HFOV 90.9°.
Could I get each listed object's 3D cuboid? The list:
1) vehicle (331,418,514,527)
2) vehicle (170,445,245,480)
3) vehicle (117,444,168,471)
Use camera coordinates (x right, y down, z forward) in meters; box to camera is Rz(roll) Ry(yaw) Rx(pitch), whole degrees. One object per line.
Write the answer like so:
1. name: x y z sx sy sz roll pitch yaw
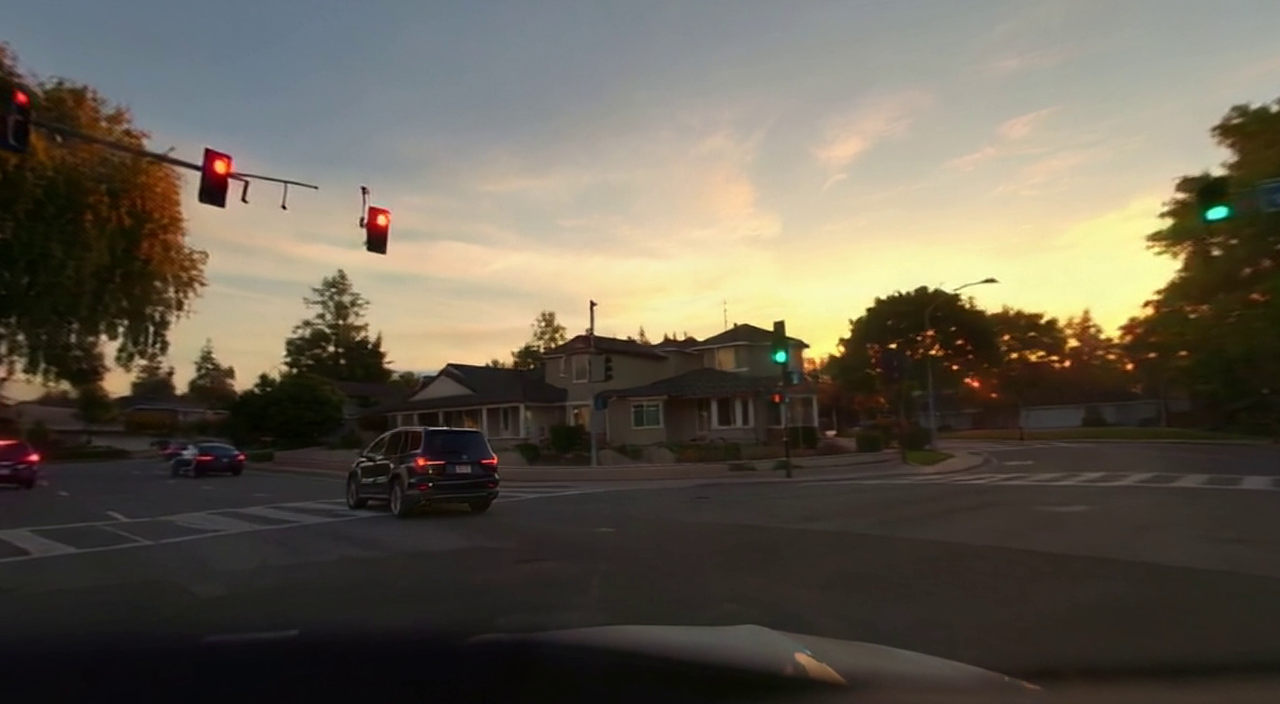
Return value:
1. vehicle: -4.720 2.415 13.237 2.141 1.833 4.704 6 -11 -38
2. vehicle: -19.714 4.963 28.650 1.983 1.433 4.558 8 -12 -43
3. vehicle: -30.810 6.495 38.952 3.759 1.520 1.854 -8 -12 43
